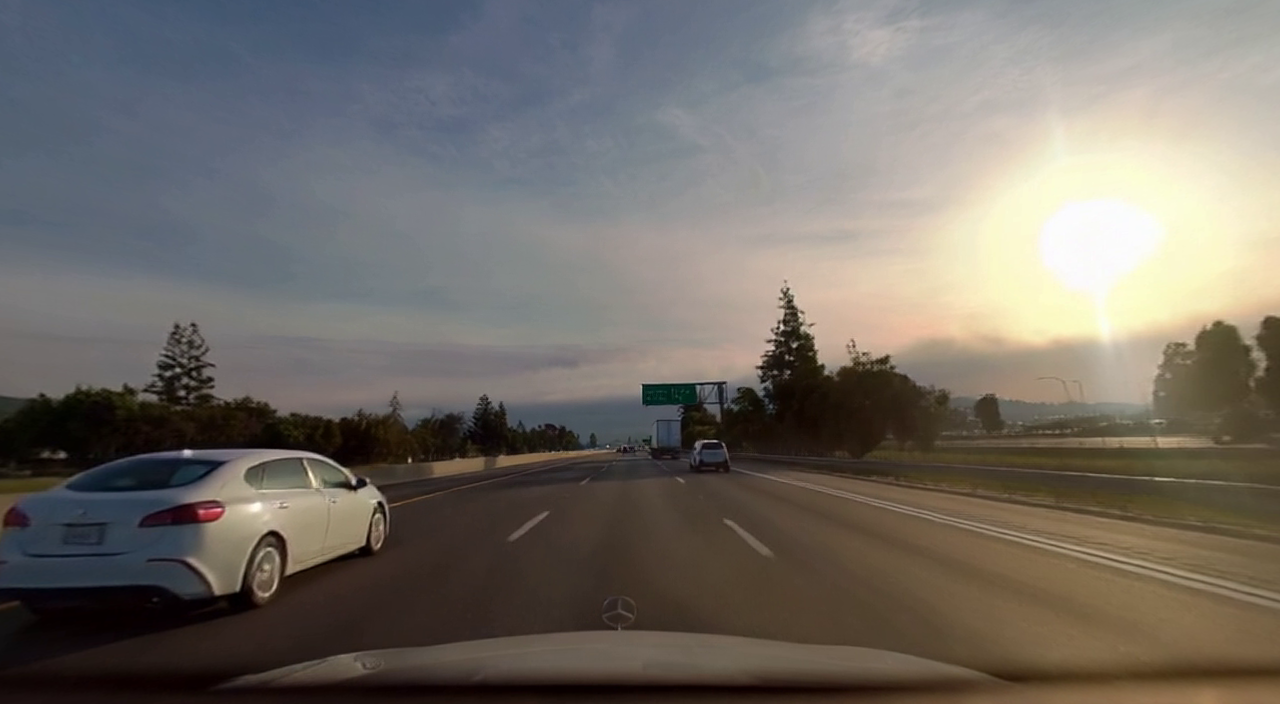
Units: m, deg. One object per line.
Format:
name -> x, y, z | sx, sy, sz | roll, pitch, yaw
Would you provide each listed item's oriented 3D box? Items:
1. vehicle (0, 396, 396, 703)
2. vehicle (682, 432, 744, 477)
vehicle -> -4.074, 1.379, 5.613 | 1.903, 1.607, 4.770 | 0, -8, 0
vehicle -> 3.040, 4.391, 27.357 | 2.065, 1.760, 4.488 | 0, -8, -1
